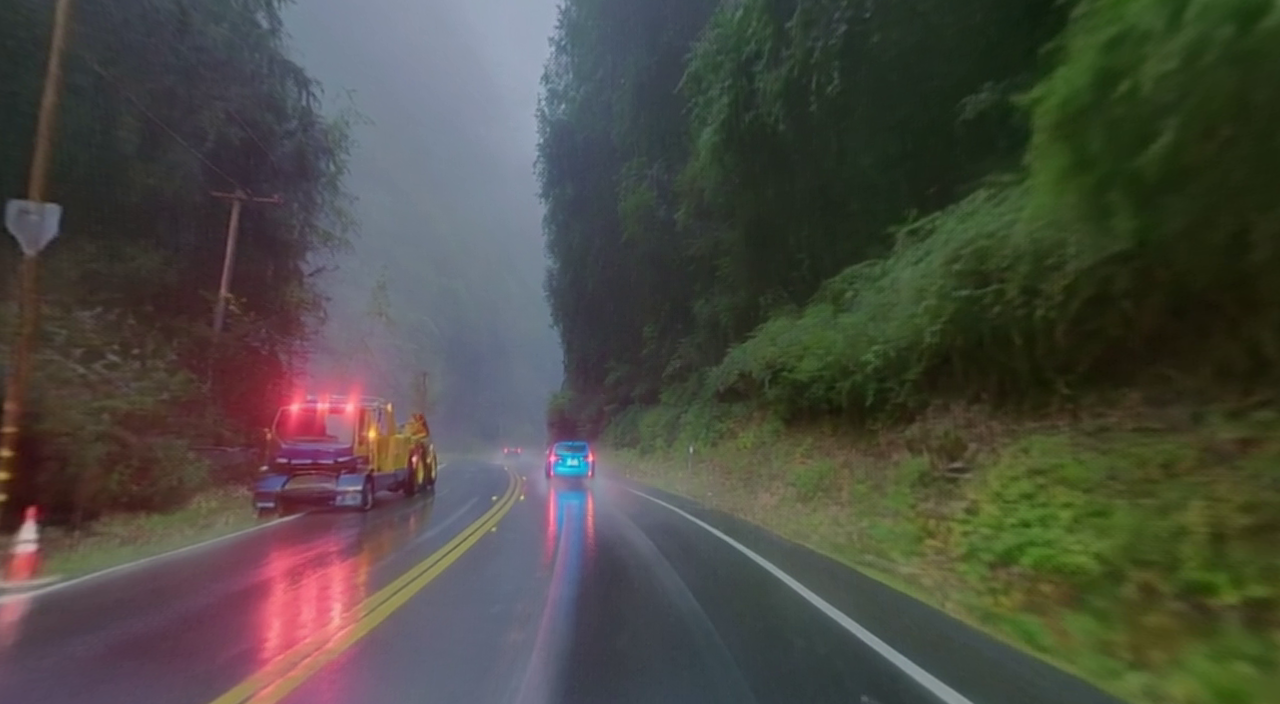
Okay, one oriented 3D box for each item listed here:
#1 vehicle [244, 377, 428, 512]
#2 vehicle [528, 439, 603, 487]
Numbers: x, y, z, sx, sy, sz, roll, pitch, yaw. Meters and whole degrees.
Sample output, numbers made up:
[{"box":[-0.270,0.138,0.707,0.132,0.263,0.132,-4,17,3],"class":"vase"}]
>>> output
[{"box":[-6.592,2.087,14.330,2.257,2.597,4.069,0,-8,-4],"class":"vehicle"},{"box":[-2.703,3.825,22.136,2.259,1.503,4.075,2,-8,-11],"class":"vehicle"}]
